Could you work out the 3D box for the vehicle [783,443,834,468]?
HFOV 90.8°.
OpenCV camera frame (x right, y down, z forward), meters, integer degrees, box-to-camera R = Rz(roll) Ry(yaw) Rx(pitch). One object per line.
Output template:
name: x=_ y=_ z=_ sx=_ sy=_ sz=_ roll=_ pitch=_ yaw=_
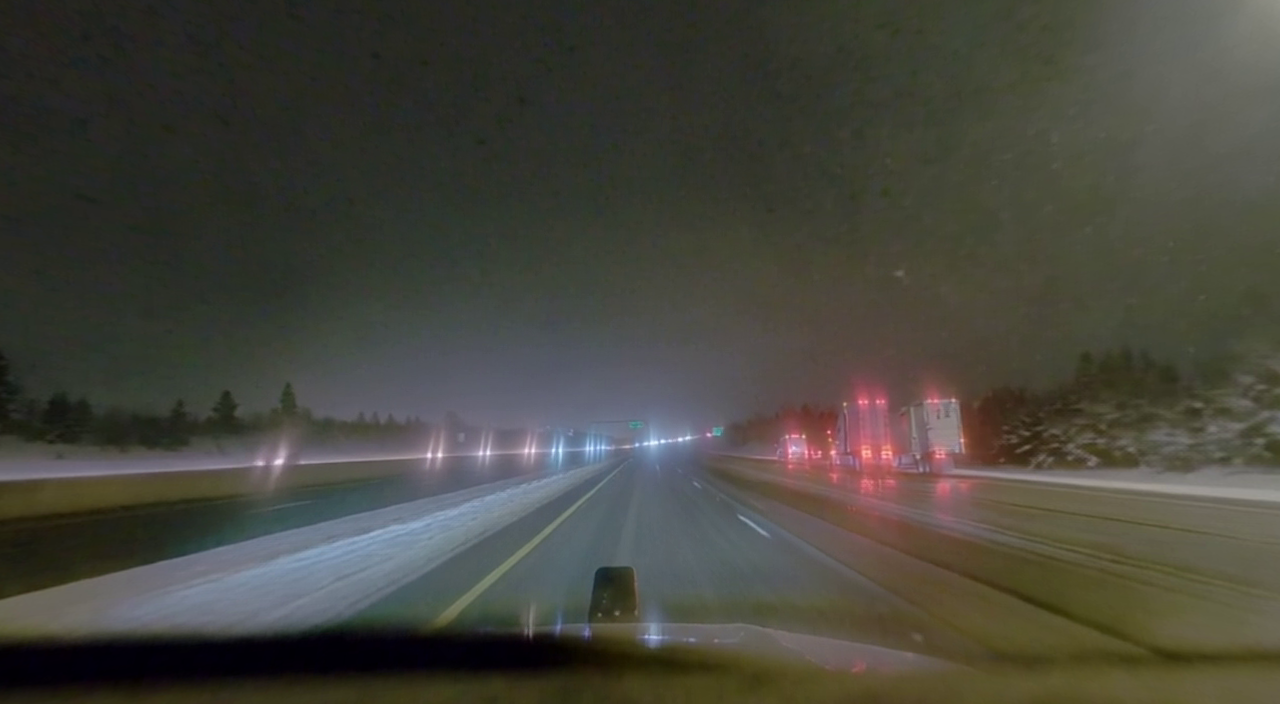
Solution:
vehicle: x=11.259 y=6.937 z=42.528 sx=2.229 sy=1.599 sz=4.253 roll=0 pitch=-8 yaw=0
